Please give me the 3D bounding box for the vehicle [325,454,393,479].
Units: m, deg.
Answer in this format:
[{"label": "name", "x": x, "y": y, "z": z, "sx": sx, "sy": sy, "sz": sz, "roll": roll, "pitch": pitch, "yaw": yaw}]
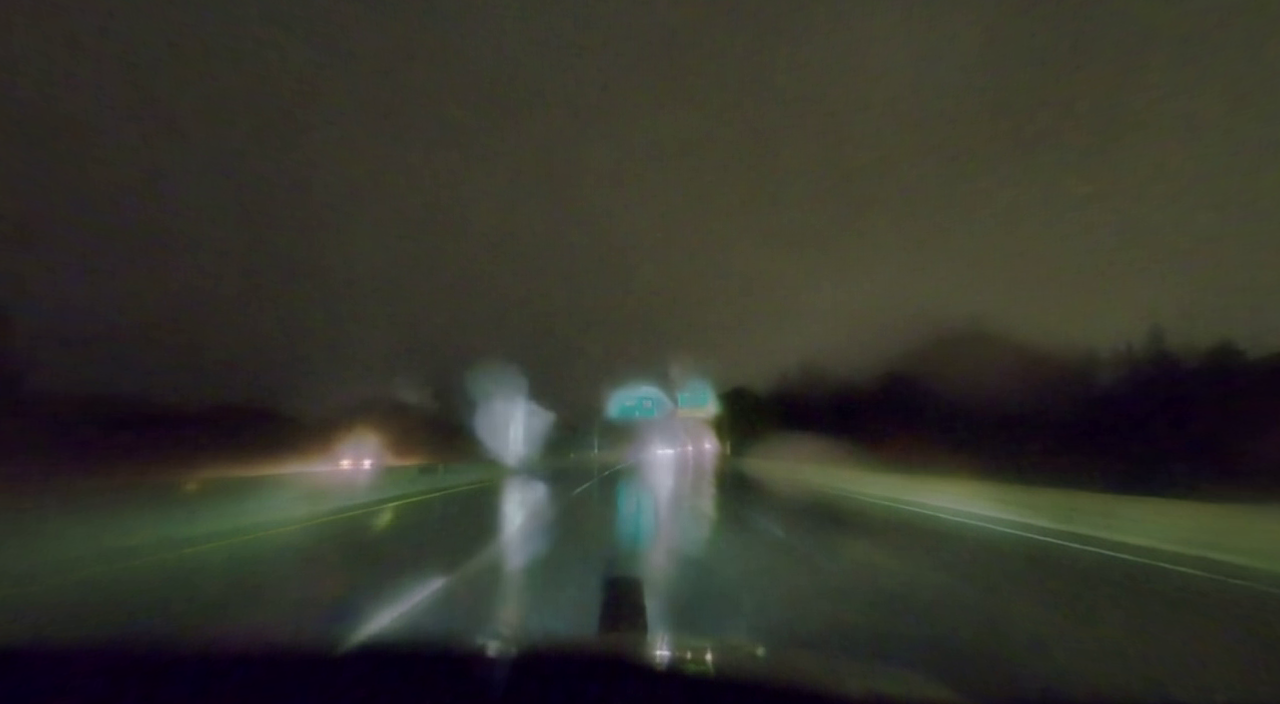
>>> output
[{"label": "vehicle", "x": -17.469, "y": 7.114, "z": 39.398, "sx": 2.086, "sy": 1.437, "sz": 4.431, "roll": 0, "pitch": -9, "yaw": 2}]
